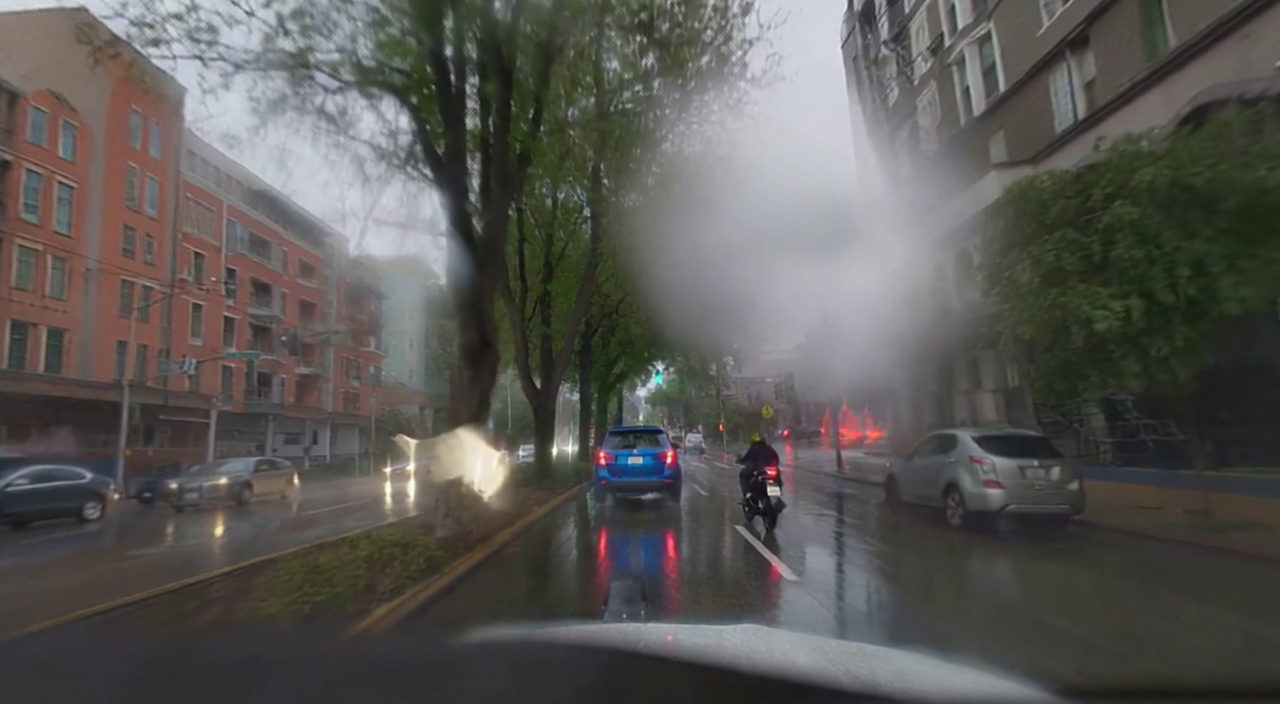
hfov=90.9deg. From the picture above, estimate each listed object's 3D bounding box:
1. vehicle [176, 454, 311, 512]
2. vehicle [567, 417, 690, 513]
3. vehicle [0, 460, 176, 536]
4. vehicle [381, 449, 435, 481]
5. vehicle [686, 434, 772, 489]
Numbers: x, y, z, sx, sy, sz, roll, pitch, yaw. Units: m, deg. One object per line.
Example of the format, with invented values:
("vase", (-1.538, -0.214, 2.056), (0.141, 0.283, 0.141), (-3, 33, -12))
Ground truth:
("vehicle", (-13.814, 4.530, 22.372), (1.926, 1.732, 4.635), (0, -8, -3))
("vehicle", (-0.203, 2.403, 13.776), (2.265, 1.748, 4.130), (0, -8, 0))
("vehicle", (-17.704, 4.446, 19.919), (2.134, 1.915, 5.317), (0, -9, -2))
("vehicle", (-14.078, 6.847, 38.454), (1.871, 1.786, 4.386), (0, -9, -4))
("vehicle", (2.651, 3.413, 19.958), (2.101, 1.507, 4.355), (0, -8, 0))
